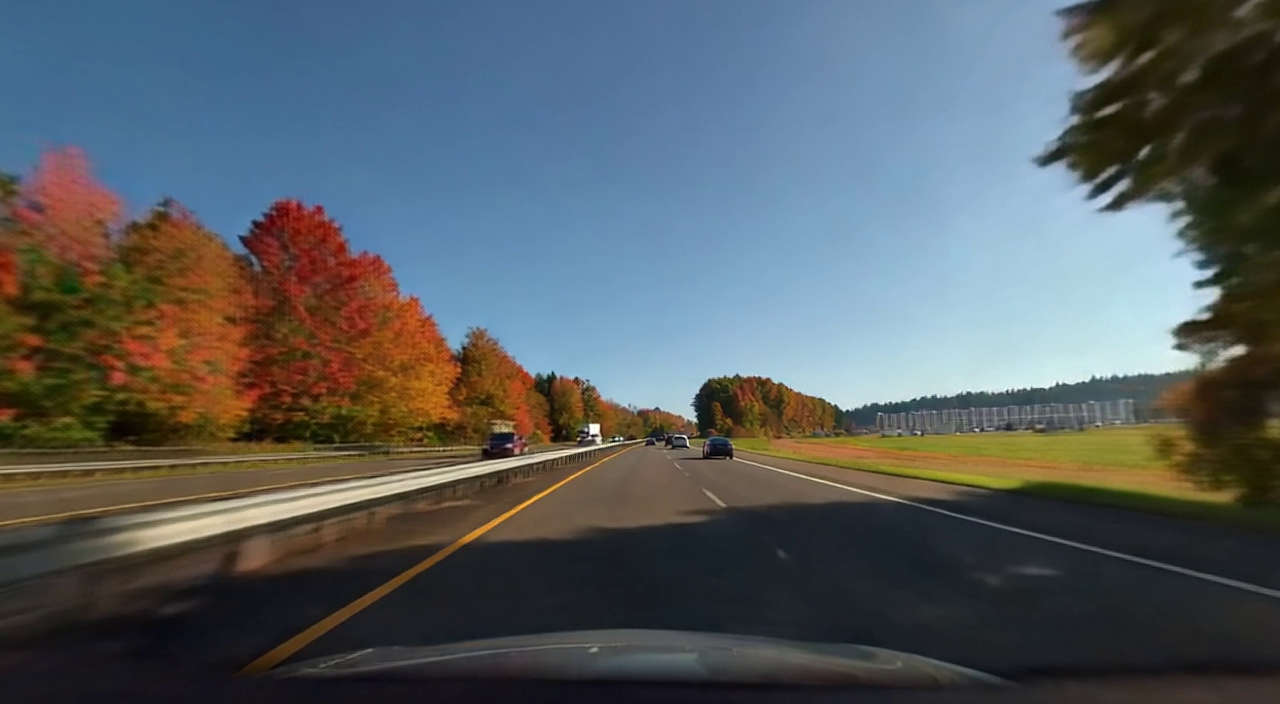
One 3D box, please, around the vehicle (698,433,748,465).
[{"bbox_3d":[4.301,5.108,33.247,2.024,1.516,4.197,0,-8,-1],"label":"vehicle"}]
